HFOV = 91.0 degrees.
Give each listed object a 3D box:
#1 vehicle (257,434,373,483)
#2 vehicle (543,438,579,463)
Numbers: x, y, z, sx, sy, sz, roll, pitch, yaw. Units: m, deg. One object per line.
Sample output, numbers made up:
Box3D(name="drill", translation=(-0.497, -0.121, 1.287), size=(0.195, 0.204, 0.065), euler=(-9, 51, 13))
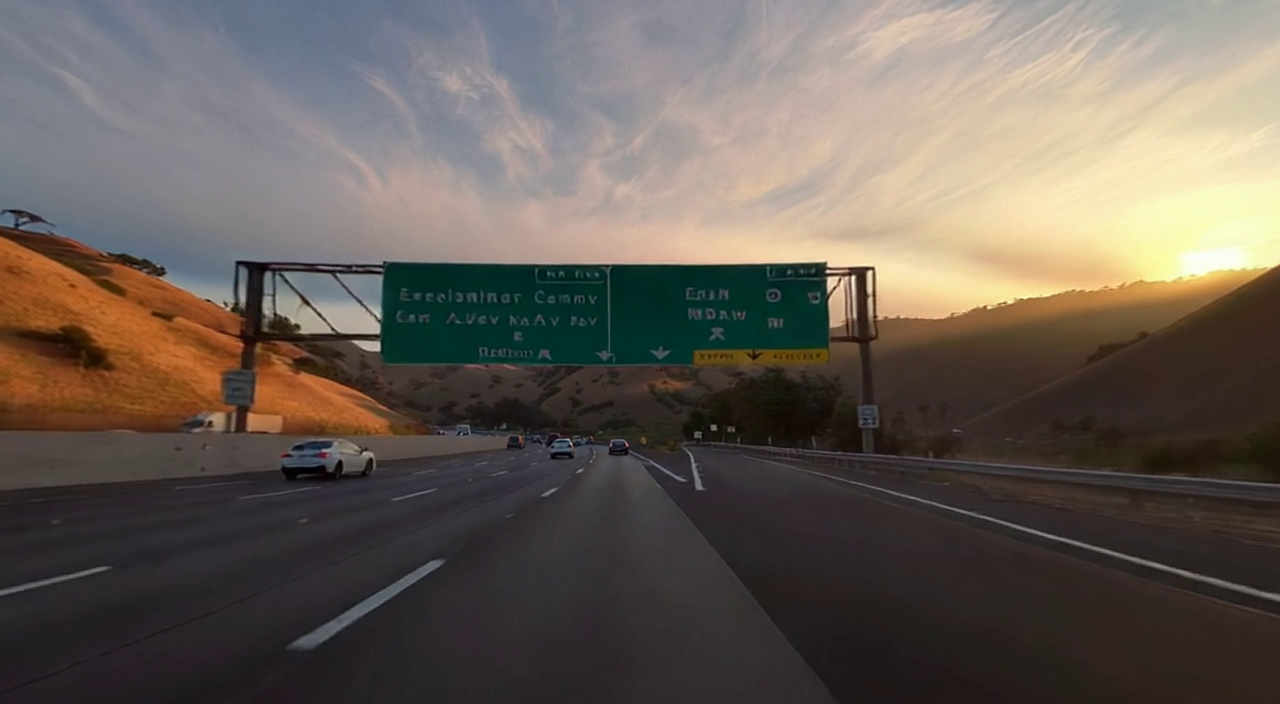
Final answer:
Box3D(name="vehicle", translation=(-12.017, 3.955, 23.669), size=(2.047, 1.645, 4.451), euler=(0, -8, -1))
Box3D(name="vehicle", translation=(-5.295, 6.666, 42.686), size=(2.060, 1.631, 4.214), euler=(0, -8, -2))
